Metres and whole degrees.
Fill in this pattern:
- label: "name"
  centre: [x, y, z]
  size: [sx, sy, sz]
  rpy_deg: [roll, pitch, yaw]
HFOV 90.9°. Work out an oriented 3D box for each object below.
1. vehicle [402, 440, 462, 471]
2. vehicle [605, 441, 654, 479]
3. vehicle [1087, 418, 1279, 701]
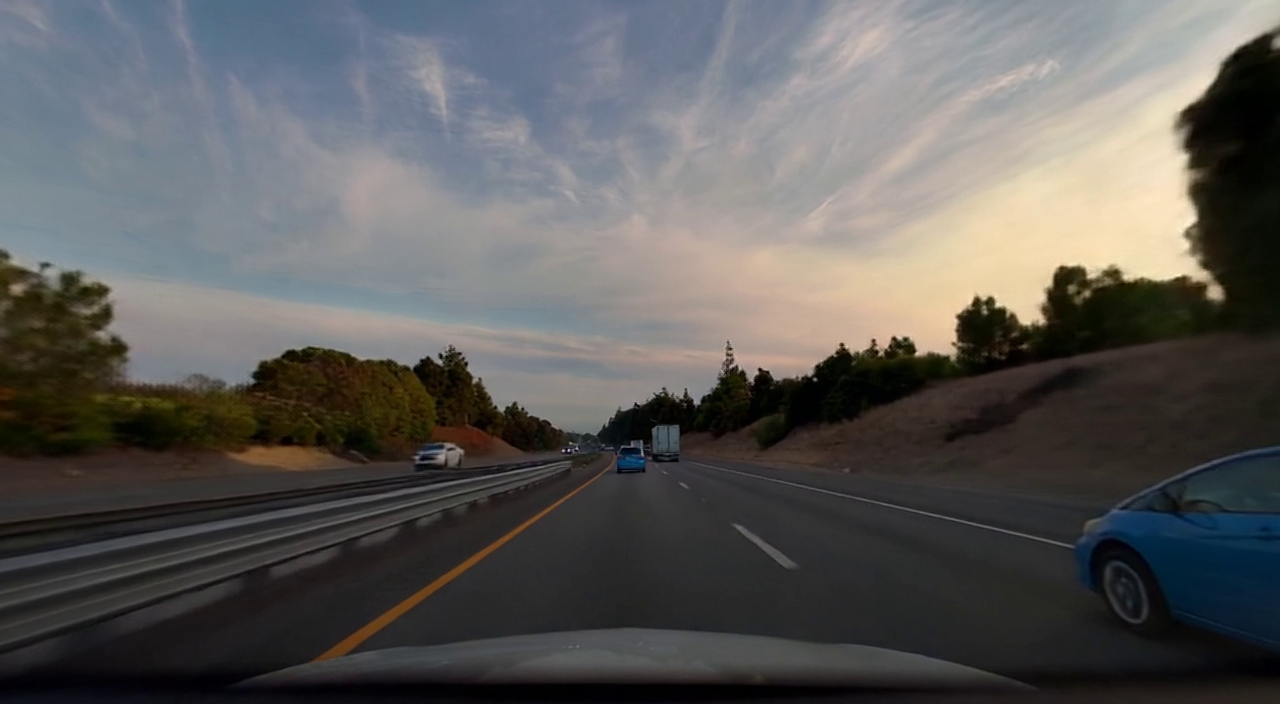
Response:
- label: "vehicle"
  centre: [-12.365, 6.178, 37.735]
  size: [1.994, 1.729, 4.652]
  rpy_deg: [0, -9, 0]
- label: "vehicle"
  centre: [-0.489, 5.205, 30.501]
  size: [2.190, 1.706, 4.062]
  rpy_deg: [0, -9, -1]
- label: "vehicle"
  centre: [4.210, 0.956, 2.610]
  size: [1.917, 1.421, 3.759]
  rpy_deg: [0, -9, 0]
